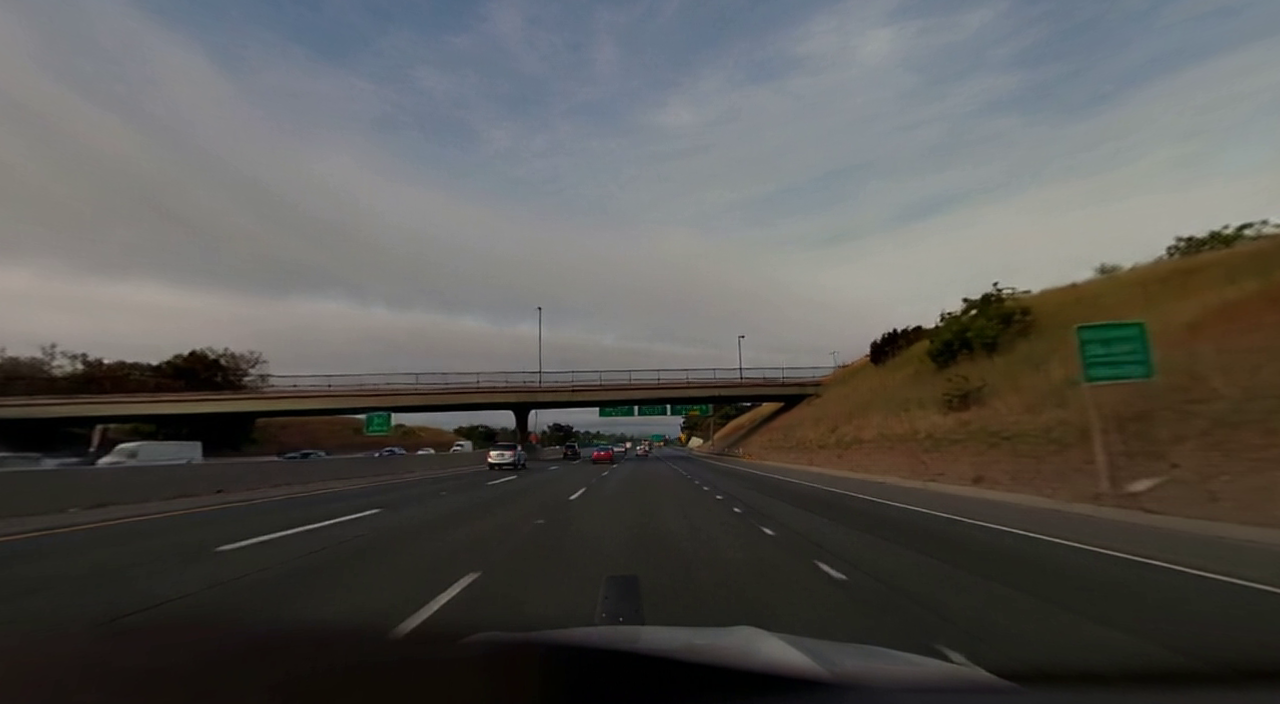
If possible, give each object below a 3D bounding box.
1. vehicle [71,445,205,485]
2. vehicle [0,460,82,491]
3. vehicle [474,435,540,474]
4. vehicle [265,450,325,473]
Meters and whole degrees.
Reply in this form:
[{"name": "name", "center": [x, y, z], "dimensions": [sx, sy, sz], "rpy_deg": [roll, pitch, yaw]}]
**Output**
[{"name": "vehicle", "center": [-26.454, 5.927, 33.569], "dimensions": [2.246, 1.917, 5.901], "rpy_deg": [0, -9, 0]}, {"name": "vehicle", "center": [-34.100, 6.826, 35.035], "dimensions": [1.833, 1.492, 4.588], "rpy_deg": [0, -9, -1]}, {"name": "vehicle", "center": [-7.209, 5.633, 34.913], "dimensions": [2.341, 1.959, 5.684], "rpy_deg": [0, -9, 1]}, {"name": "vehicle", "center": [-26.878, 8.532, 49.256], "dimensions": [2.001, 1.610, 4.667], "rpy_deg": [0, -9, 1]}]
